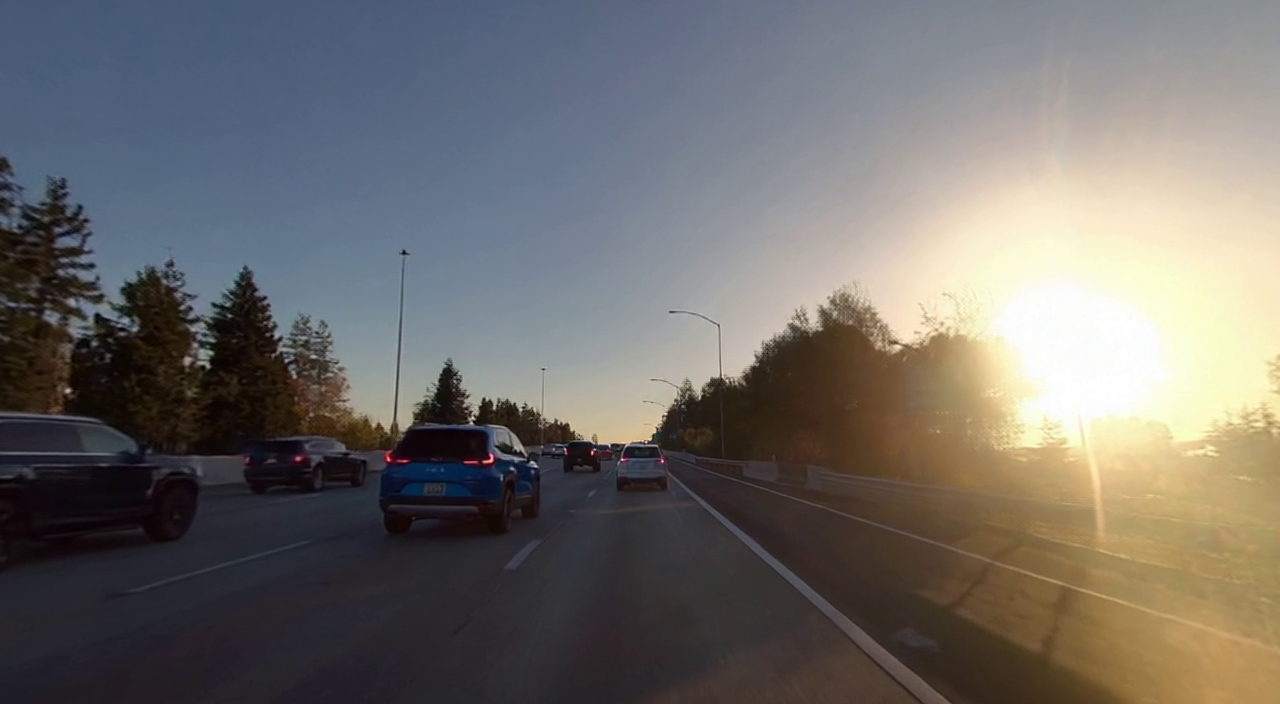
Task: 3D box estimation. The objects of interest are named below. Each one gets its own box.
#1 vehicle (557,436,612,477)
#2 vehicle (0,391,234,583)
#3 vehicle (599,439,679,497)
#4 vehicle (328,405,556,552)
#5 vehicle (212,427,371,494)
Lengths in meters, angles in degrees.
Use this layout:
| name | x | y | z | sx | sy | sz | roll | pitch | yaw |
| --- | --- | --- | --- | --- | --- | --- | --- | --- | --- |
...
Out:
| name | x | y | z | sx | sy | sz | roll | pitch | yaw |
| --- | --- | --- | --- | --- | --- | --- | --- | --- | --- |
| vehicle | -2.520 | 4.892 | 29.688 | 2.125 | 1.771 | 4.721 | 0 | -9 | 0 |
| vehicle | -7.214 | 1.451 | 7.049 | 2.162 | 1.823 | 4.566 | 0 | -9 | 1 |
| vehicle | -0.067 | 3.327 | 18.373 | 2.068 | 1.488 | 4.045 | 0 | -9 | -1 |
| vehicle | -2.725 | 1.877 | 9.903 | 2.123 | 1.798 | 4.108 | 0 | -9 | 2 |
| vehicle | -10.275 | 3.236 | 19.094 | 2.011 | 1.751 | 4.712 | 0 | -9 | 1 |
